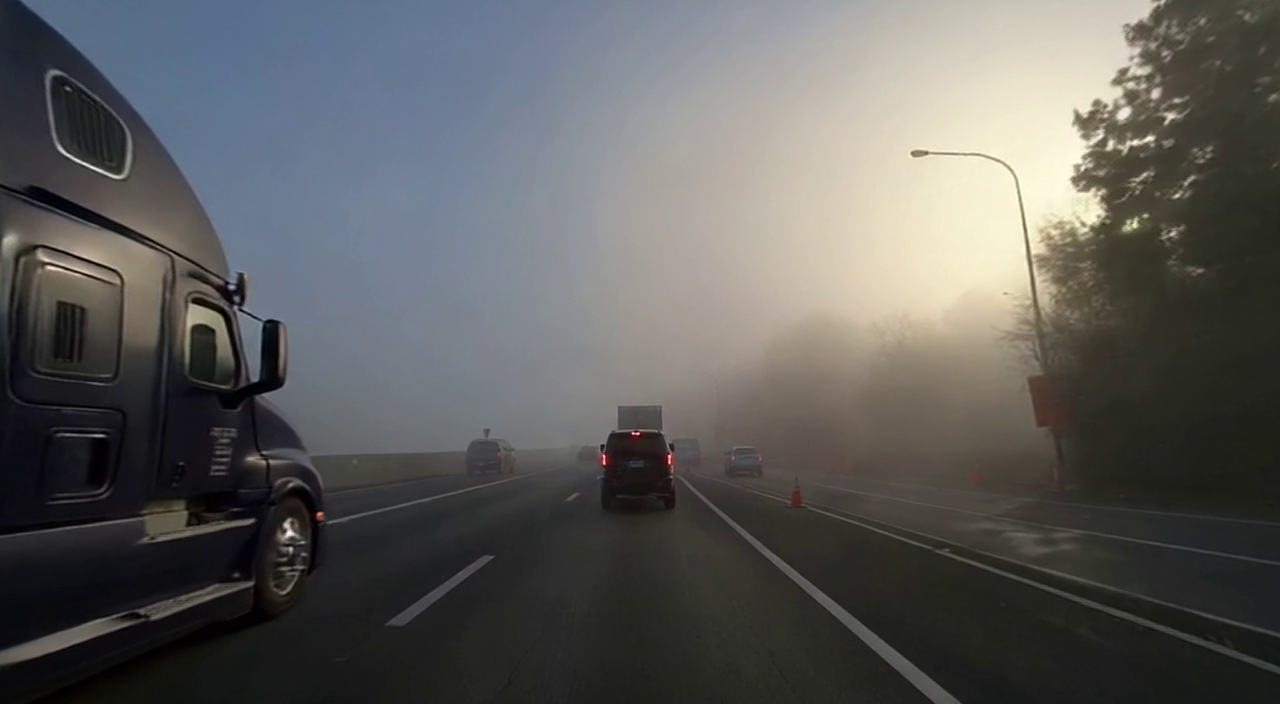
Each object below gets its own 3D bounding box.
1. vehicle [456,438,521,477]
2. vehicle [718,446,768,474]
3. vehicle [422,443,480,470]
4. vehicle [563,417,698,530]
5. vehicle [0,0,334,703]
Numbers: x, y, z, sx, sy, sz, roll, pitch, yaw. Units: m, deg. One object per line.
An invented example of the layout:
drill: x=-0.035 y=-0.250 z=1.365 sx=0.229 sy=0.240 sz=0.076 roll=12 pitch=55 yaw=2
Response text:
vehicle: x=-7.158 y=5.018 z=30.253 sx=1.950 sy=1.716 sz=4.436 roll=0 pitch=-9 yaw=1
vehicle: x=5.722 y=6.045 z=35.531 sx=1.918 sy=1.479 sz=4.571 roll=0 pitch=-9 yaw=-1
vehicle: x=-11.181 y=6.223 z=37.605 sx=1.985 sy=1.496 sz=4.583 roll=0 pitch=-9 yaw=1
vehicle: x=-0.152 y=2.243 z=12.089 sx=2.152 sy=1.779 sz=3.924 roll=0 pitch=-9 yaw=0
vehicle: x=-3.850 y=-0.280 z=0.292 sx=2.990 sy=3.885 sz=8.243 roll=0 pitch=-9 yaw=2
